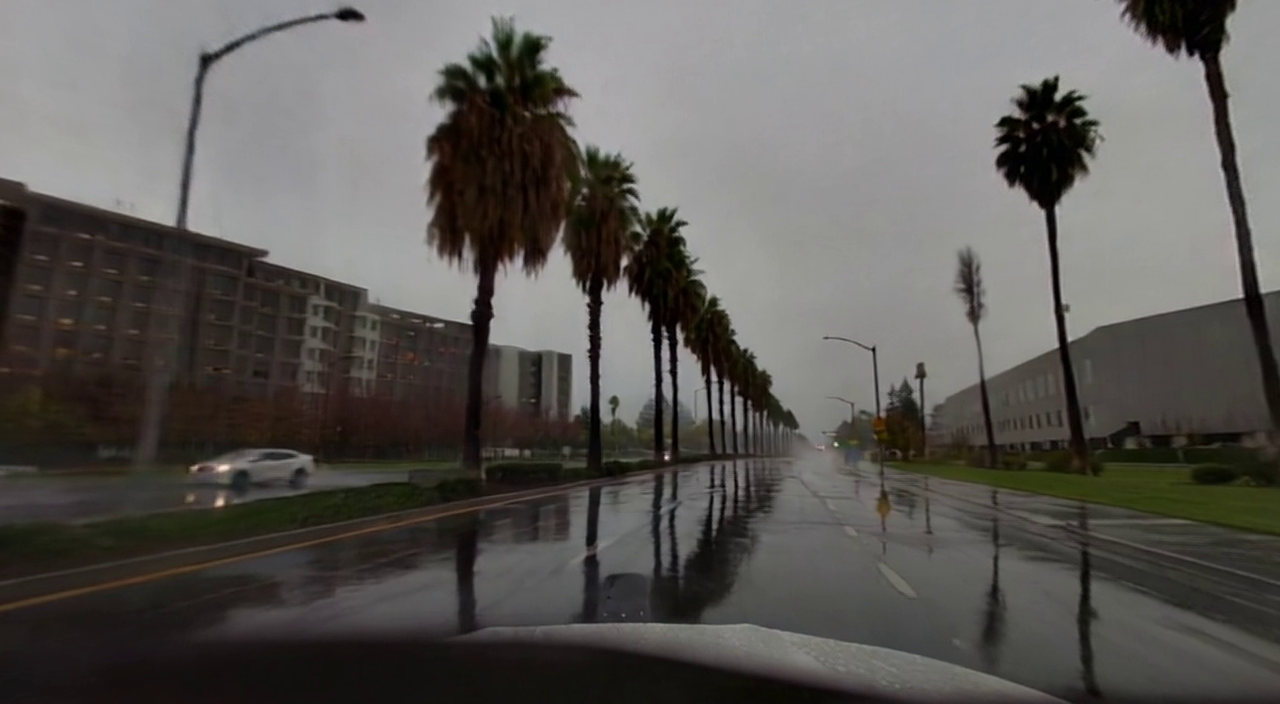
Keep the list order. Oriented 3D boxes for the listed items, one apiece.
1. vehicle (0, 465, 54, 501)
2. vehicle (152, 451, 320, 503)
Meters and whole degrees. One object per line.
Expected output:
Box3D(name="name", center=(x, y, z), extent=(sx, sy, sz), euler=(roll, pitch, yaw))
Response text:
Box3D(name="vehicle", center=(-32.963, 6.759, 32.625), extent=(4.433, 1.642, 1.894), euler=(-4, -10, 23))
Box3D(name="vehicle", center=(-13.556, 4.170, 21.501), extent=(1.915, 1.490, 4.763), euler=(-2, -9, 13))
